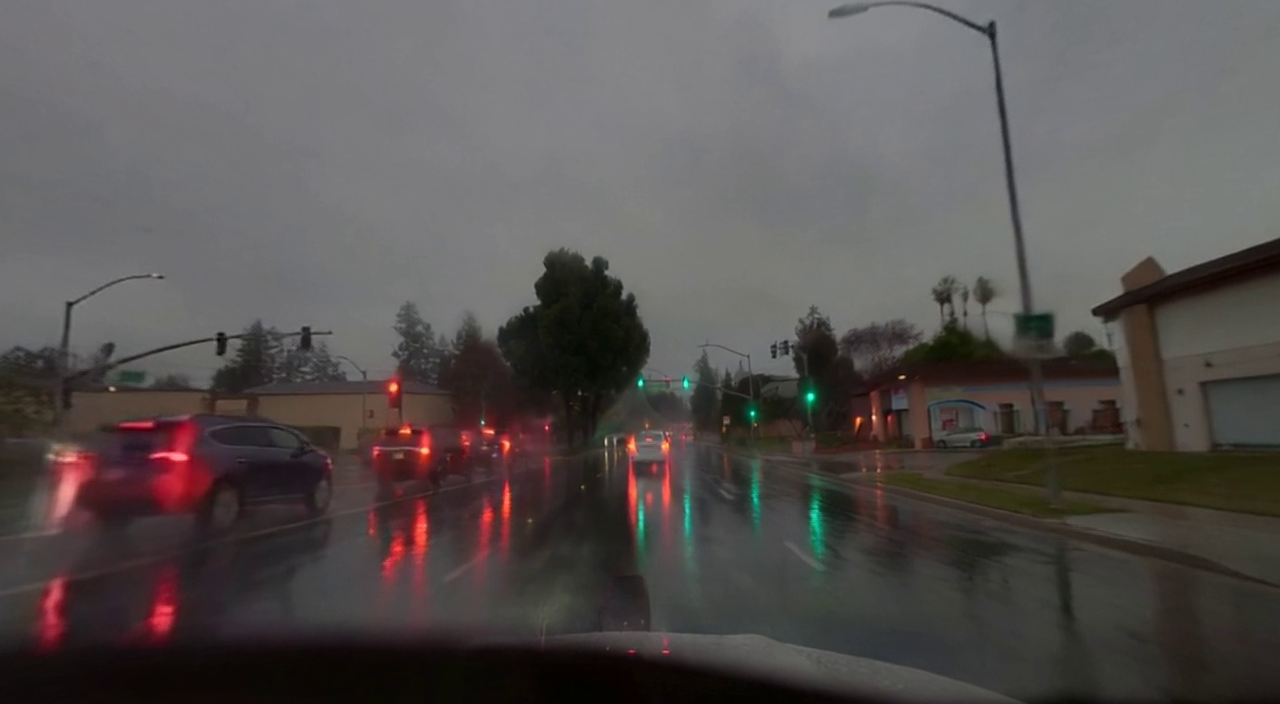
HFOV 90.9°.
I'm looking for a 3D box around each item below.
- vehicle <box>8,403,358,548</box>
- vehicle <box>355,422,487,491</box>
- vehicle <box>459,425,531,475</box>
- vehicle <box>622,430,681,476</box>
[{"bbox_3d":[-6.892,1.920,10.464,1.951,1.809,4.917,0,-9,2],"label":"vehicle"},{"bbox_3d":[-6.595,3.219,19.718,2.111,1.864,4.932,0,-9,3],"label":"vehicle"},{"bbox_3d":[-6.386,4.411,28.425,2.316,2.014,5.215,0,-9,-3],"label":"vehicle"},{"bbox_3d":[0.478,4.055,25.418,2.197,1.682,3.642,0,-9,2],"label":"vehicle"}]
